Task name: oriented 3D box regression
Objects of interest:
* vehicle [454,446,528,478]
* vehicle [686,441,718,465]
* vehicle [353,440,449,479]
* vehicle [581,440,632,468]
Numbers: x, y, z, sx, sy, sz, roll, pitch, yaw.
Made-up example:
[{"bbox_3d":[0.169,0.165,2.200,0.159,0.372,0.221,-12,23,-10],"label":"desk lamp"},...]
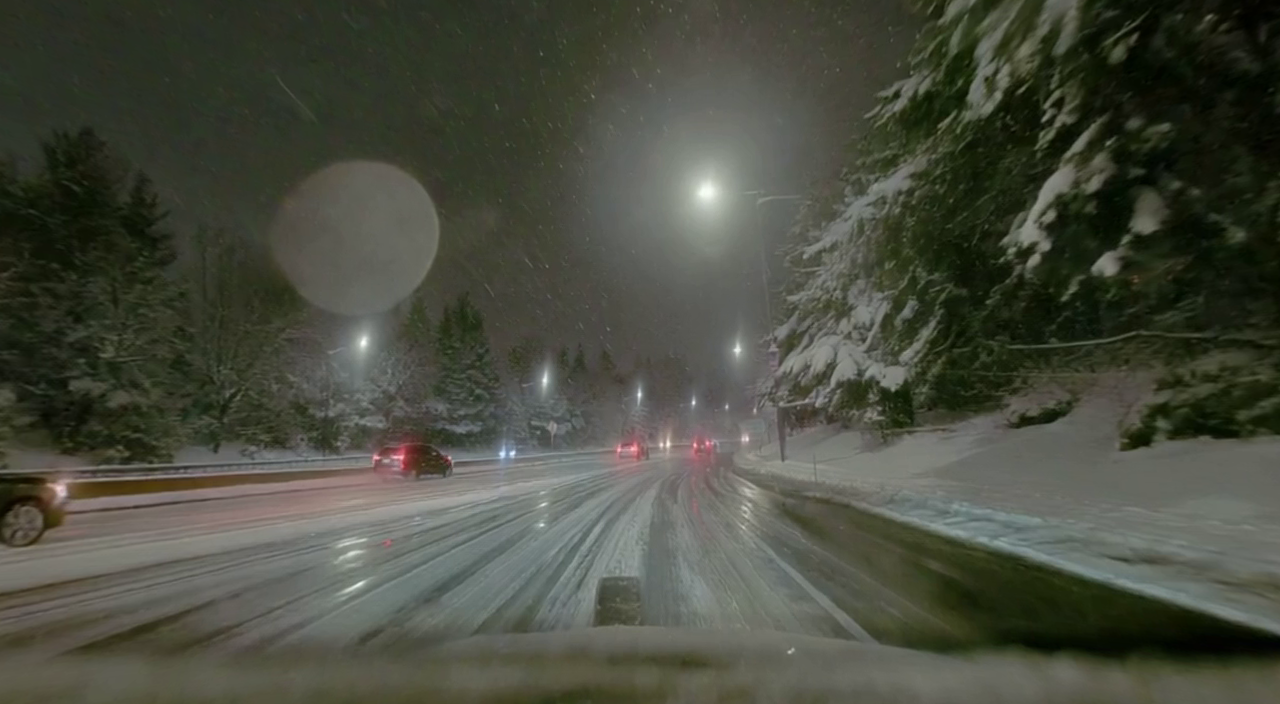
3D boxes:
[{"bbox_3d":[-7.486,5.537,32.122,1.860,1.442,4.332,-2,-8,14],"label":"vehicle"},{"bbox_3d":[4.653,7.482,46.990,2.012,1.622,4.166,-2,-8,11],"label":"vehicle"},{"bbox_3d":[-11.599,5.227,31.078,2.089,1.736,4.662,-2,-8,13],"label":"vehicle"},{"bbox_3d":[-2.224,6.986,43.552,2.105,1.764,5.109,-2,-8,13],"label":"vehicle"}]
